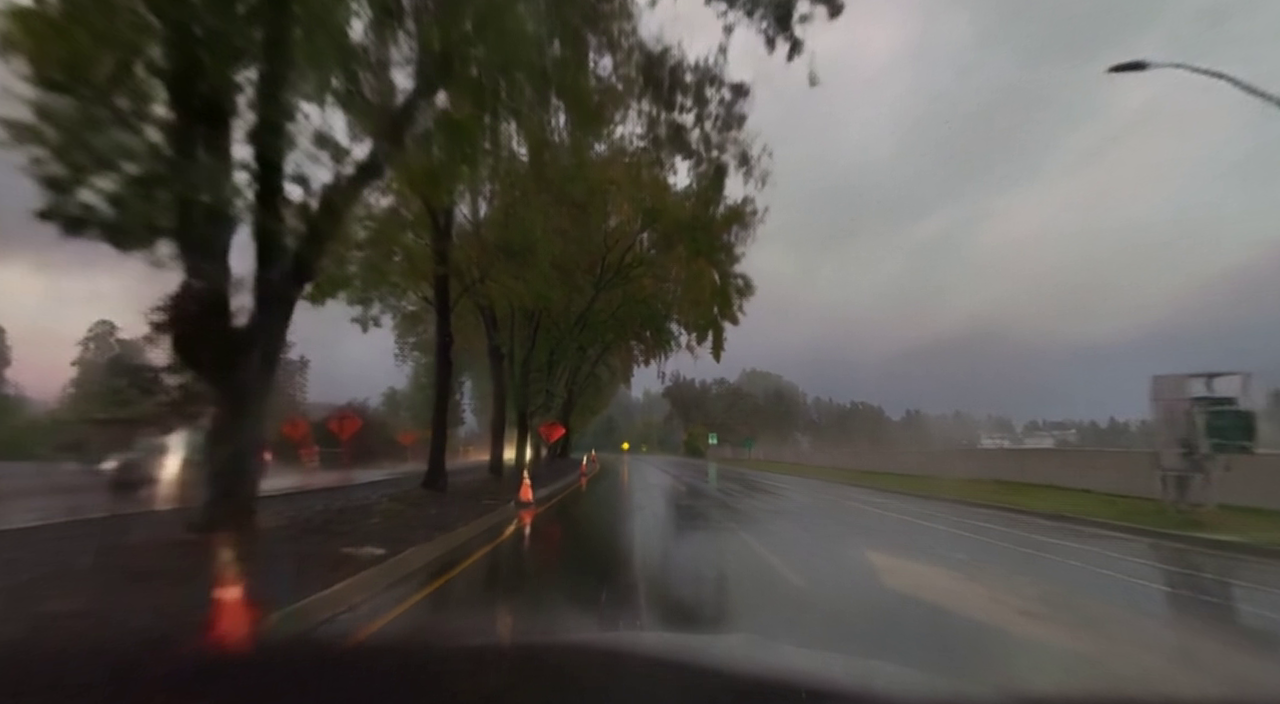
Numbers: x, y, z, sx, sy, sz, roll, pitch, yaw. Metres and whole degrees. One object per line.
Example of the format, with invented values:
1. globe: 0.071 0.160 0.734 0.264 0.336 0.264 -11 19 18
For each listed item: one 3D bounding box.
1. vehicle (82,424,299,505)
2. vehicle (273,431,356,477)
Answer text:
1. vehicle: -11.152 2.818 16.242 2.236 1.758 4.564 0 -9 -1
2. vehicle: -15.739 4.942 30.771 2.340 2.062 3.192 0 -9 -3
